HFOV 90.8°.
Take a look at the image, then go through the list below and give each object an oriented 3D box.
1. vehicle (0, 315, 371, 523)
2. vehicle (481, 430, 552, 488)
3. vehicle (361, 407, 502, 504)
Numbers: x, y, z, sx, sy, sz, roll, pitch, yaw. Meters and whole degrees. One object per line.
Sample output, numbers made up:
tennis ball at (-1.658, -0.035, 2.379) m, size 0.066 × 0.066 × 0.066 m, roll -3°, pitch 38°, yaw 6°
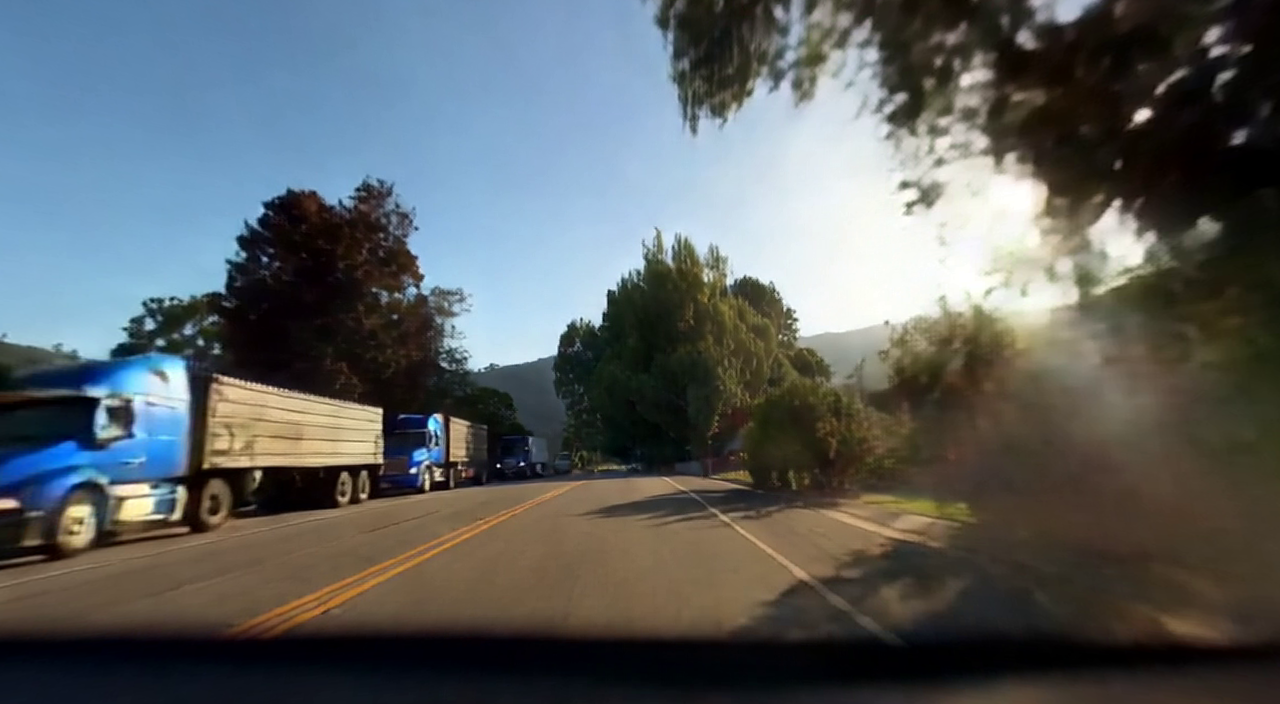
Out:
vehicle at (-10.831, 2.072, 14.577) m, size 5.596 × 3.130 × 8.972 m, roll -4°, pitch -13°, yaw -2°
vehicle at (-8.489, 7.358, 44.935) m, size 2.905 × 3.359 × 10.168 m, roll 0°, pitch -6°, yaw 1°
vehicle at (-8.369, 4.192, 27.057) m, size 2.788 × 3.365 × 9.652 m, roll 0°, pitch -6°, yaw 0°
